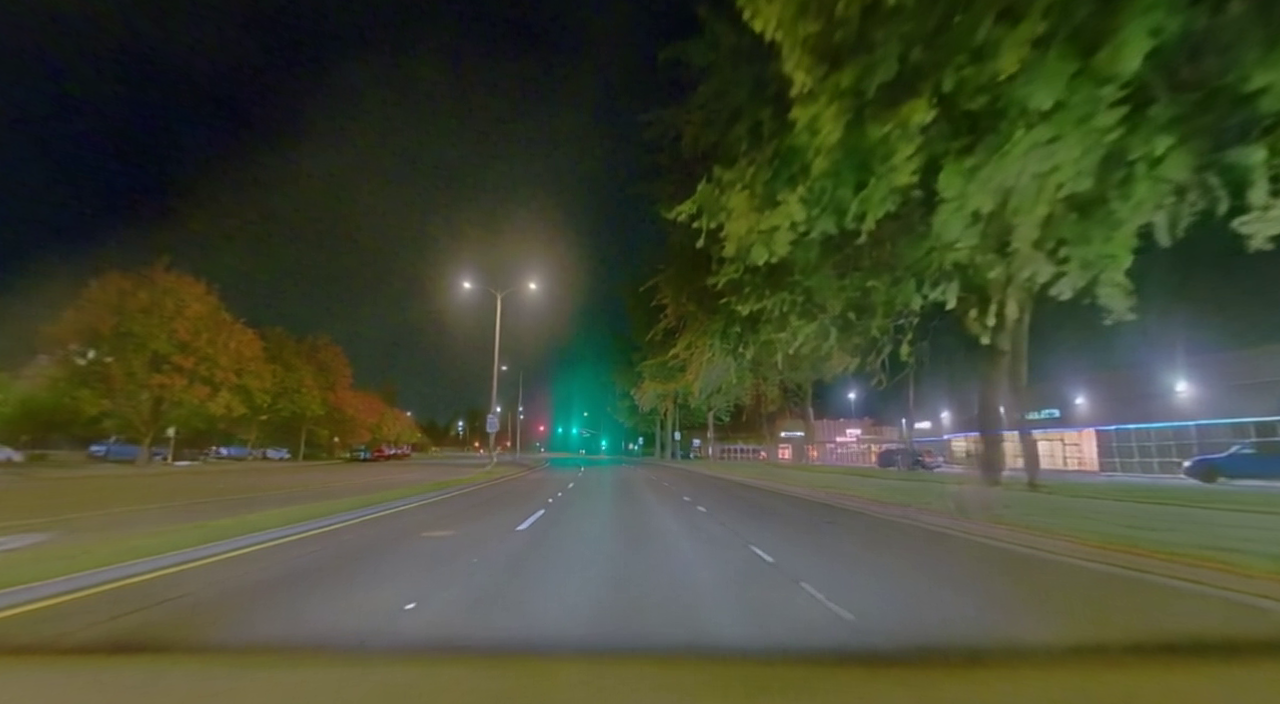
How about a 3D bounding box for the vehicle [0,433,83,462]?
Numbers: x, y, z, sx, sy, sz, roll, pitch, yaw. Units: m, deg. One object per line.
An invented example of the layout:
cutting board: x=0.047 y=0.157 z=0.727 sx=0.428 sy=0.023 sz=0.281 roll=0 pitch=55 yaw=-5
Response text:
vehicle: x=-41.277 y=6.454 z=42.603 sx=4.875 sy=1.819 sz=2.218 roll=4 pitch=-11 yaw=-19
